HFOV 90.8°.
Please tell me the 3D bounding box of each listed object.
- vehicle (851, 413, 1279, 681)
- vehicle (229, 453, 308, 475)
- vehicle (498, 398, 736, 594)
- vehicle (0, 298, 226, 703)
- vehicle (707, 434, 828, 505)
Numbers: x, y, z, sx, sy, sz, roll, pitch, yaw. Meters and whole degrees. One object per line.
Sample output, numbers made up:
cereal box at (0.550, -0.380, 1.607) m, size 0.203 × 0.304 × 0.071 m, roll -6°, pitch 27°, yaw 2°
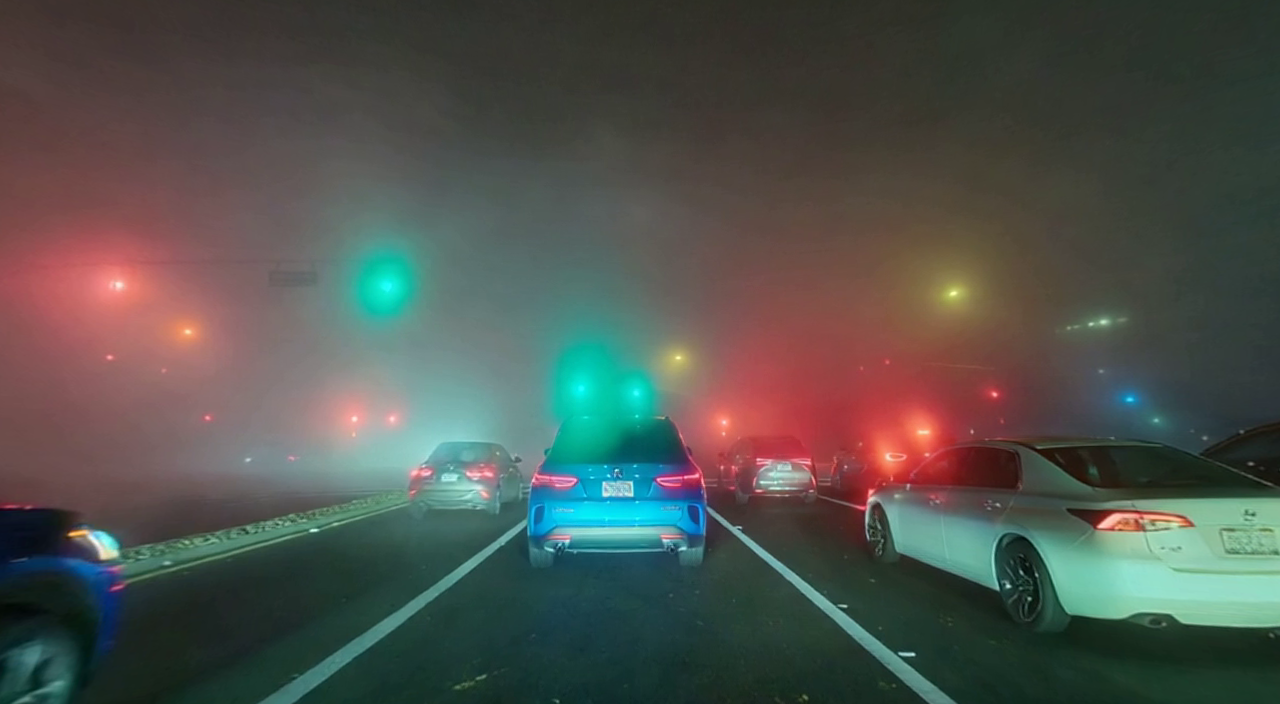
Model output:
vehicle at (3.619, 1.395, 5.694) m, size 1.861 × 1.478 × 4.185 m, roll 0°, pitch -8°, yaw -2°
vehicle at (-25.241, 7.583, 42.985) m, size 4.468 × 1.430 × 1.770 m, roll -2°, pitch -9°, yaw 10°
vehicle at (-0.264, 1.559, 7.619) m, size 2.101 × 1.707 × 3.904 m, roll 0°, pitch -8°, yaw -2°
vehicle at (-3.259, 0.516, 0.712) m, size 2.186 × 1.794 × 4.972 m, roll 0°, pitch -8°, yaw 0°
vehicle at (2.982, 2.856, 15.773) m, size 1.950 × 1.506 × 4.086 m, roll 0°, pitch -8°, yaw -3°
